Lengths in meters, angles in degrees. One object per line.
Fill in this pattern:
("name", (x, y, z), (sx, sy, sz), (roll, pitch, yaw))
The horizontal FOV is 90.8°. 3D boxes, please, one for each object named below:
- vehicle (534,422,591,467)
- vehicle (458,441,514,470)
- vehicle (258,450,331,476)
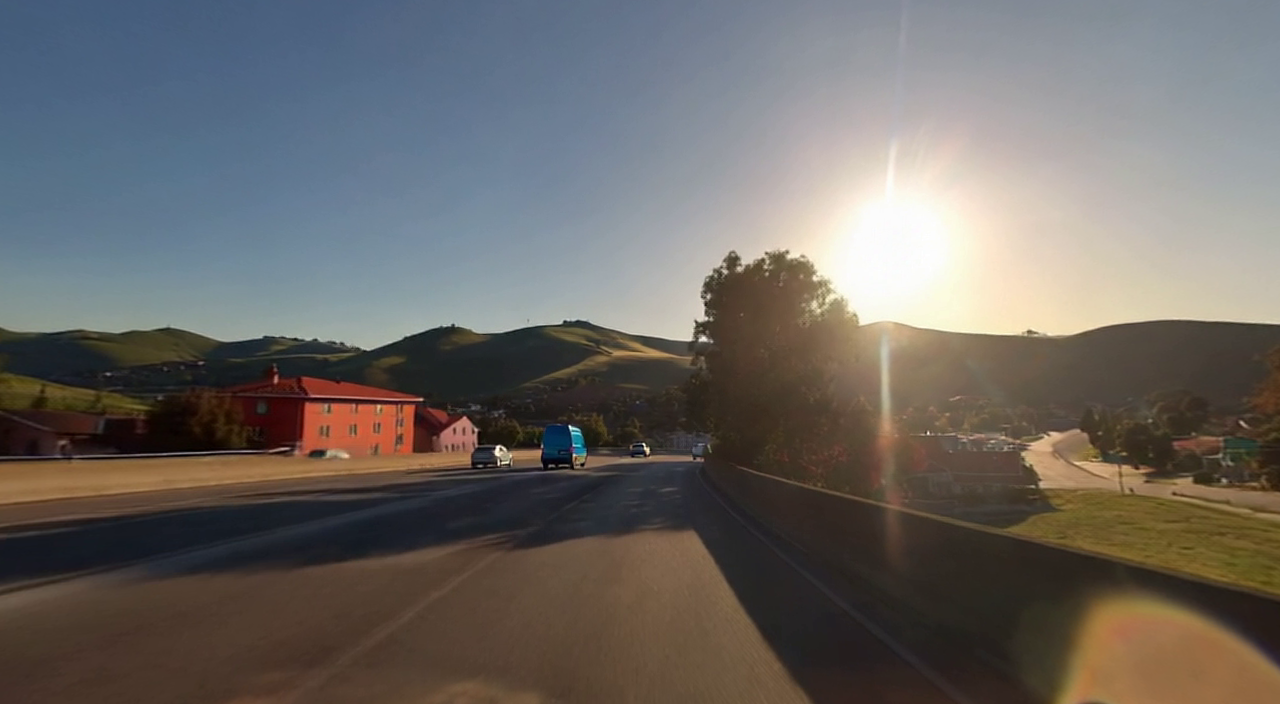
("vehicle", (-4.964, 6.095, 41.559), (2.314, 2.703, 6.441), (-1, -9, 6))
("vehicle", (-8.771, 5.944, 36.464), (1.821, 1.524, 4.342), (-1, -9, 5))
("vehicle", (-21.298, 6.828, 39.146), (1.866, 1.487, 4.409), (-1, -9, 3))
